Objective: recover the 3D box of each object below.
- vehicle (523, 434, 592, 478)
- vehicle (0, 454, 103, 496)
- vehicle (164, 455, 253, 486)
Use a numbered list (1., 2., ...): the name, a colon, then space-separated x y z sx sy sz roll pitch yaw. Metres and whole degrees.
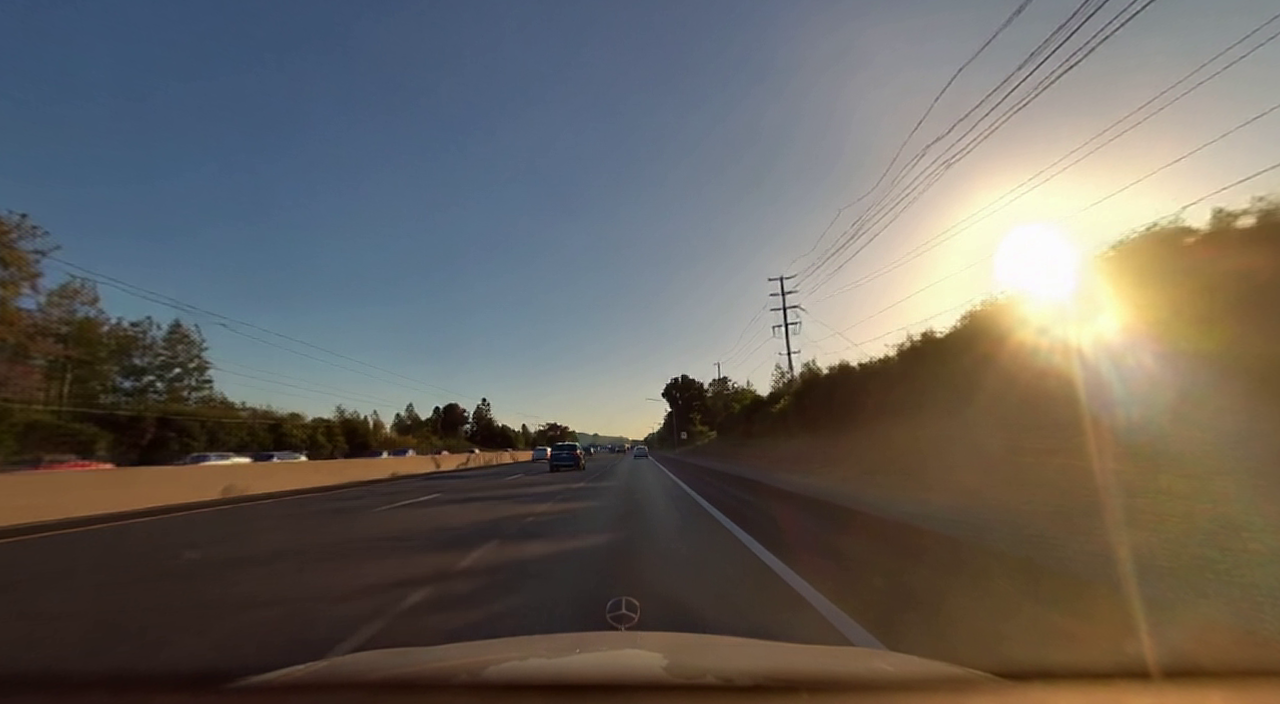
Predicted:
1. vehicle: -3.853 5.029 30.647 2.577 1.939 5.408 0 -9 1
2. vehicle: -28.807 5.794 30.065 2.006 1.760 4.774 0 -9 0
3. vehicle: -23.695 6.495 34.826 1.858 1.519 4.489 0 -9 -2
